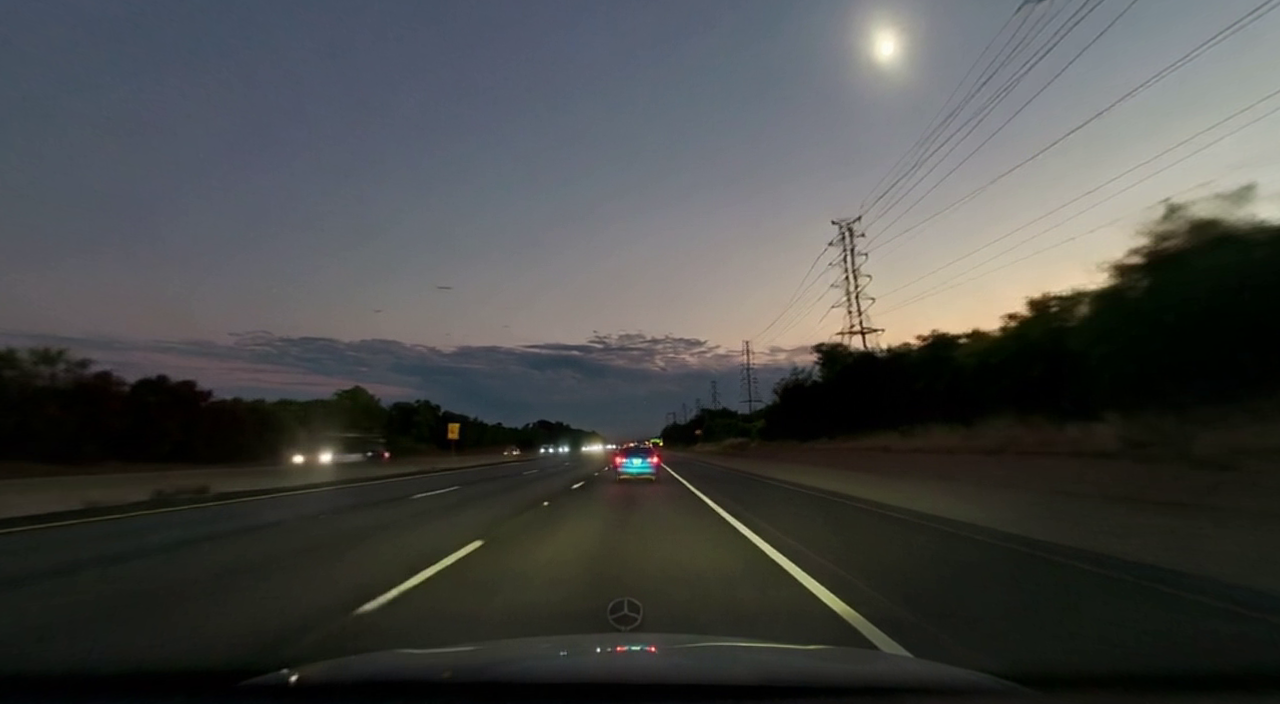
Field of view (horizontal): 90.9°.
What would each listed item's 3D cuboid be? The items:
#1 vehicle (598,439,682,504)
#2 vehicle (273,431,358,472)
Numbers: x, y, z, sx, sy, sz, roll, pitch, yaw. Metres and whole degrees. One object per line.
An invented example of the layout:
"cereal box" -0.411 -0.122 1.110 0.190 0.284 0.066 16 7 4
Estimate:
"vehicle" -0.039 3.118 16.868 1.966 1.499 4.298 0 -9 -1
"vehicle" -20.080 6.212 39.371 2.171 2.310 5.769 0 -9 1
